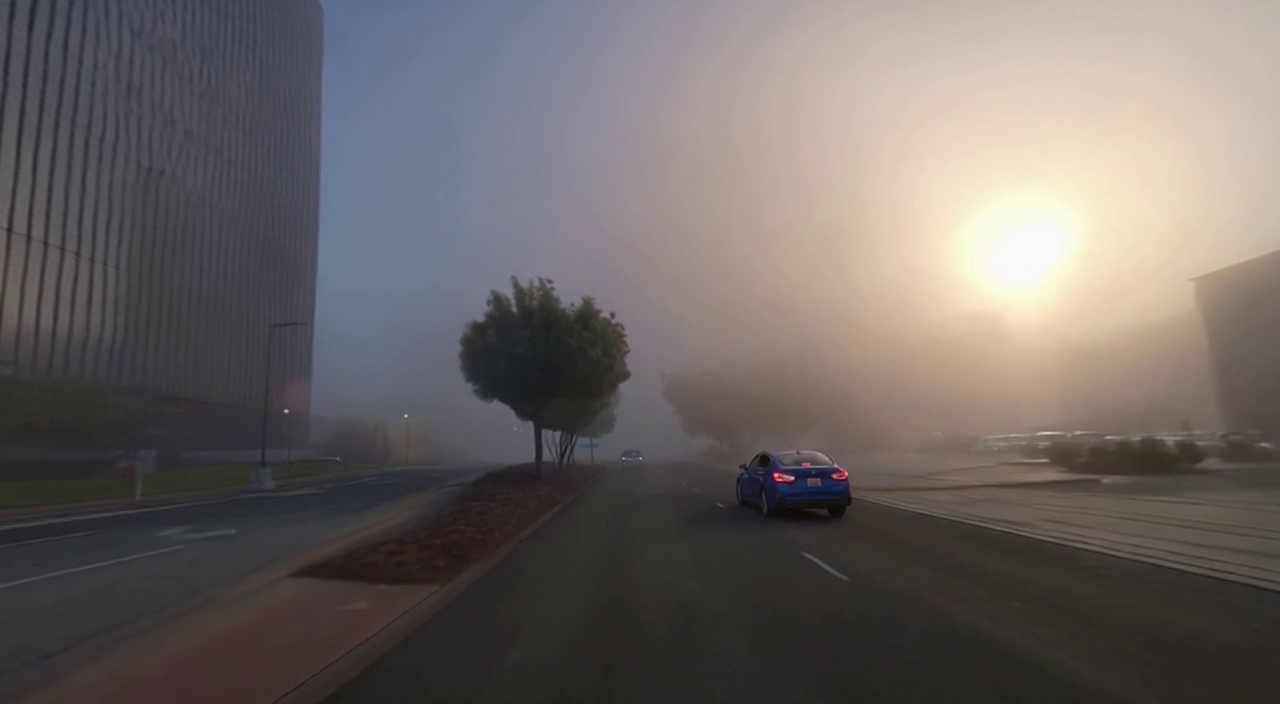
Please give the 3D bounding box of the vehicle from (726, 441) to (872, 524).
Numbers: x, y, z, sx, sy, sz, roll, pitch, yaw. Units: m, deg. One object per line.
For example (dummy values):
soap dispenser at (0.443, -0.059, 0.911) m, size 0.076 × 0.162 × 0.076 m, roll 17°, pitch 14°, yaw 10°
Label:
vehicle at (3.216, 2.724, 13.719) m, size 1.993 × 1.501 × 4.127 m, roll 0°, pitch -9°, yaw -2°
